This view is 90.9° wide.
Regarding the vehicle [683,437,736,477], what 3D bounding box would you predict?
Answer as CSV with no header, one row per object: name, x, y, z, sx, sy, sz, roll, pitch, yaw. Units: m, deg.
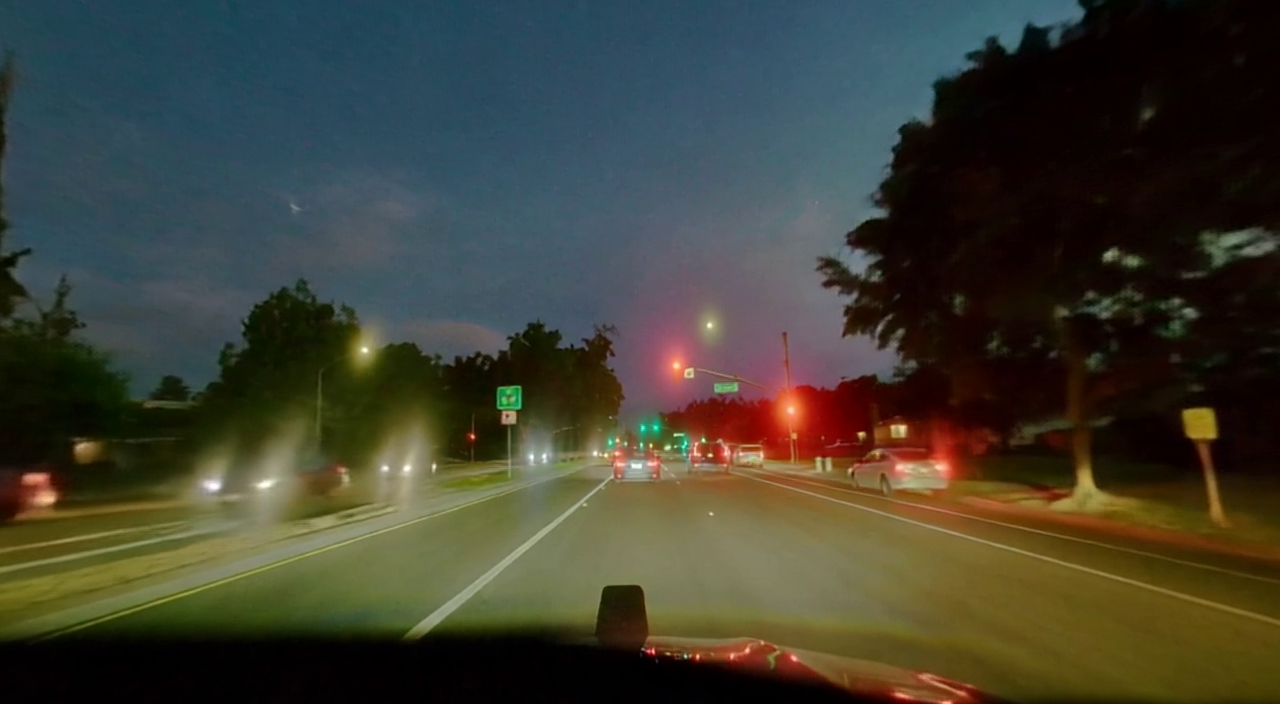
vehicle,3.335,5.121,31.000,2.073,1.822,4.276,0,-8,0

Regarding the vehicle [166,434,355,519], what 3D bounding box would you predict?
vehicle,-9.147,2.990,15.802,2.090,1.785,4.692,0,-8,-5

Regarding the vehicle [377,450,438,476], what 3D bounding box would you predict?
vehicle,-14.258,6.799,38.951,1.901,1.468,4.689,-1,-8,2

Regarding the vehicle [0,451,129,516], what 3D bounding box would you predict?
vehicle,-18.157,3.850,18.945,1.866,1.699,4.347,0,-8,0

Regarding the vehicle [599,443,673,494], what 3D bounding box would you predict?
vehicle,-0.107,3.719,20.535,2.140,1.474,4.026,0,-8,0

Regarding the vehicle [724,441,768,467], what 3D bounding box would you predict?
vehicle,7.710,7.526,46.374,2.184,1.786,5.497,1,-9,-1

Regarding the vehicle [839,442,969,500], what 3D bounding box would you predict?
vehicle,7.612,3.445,18.749,1.980,1.497,4.345,0,-8,0
